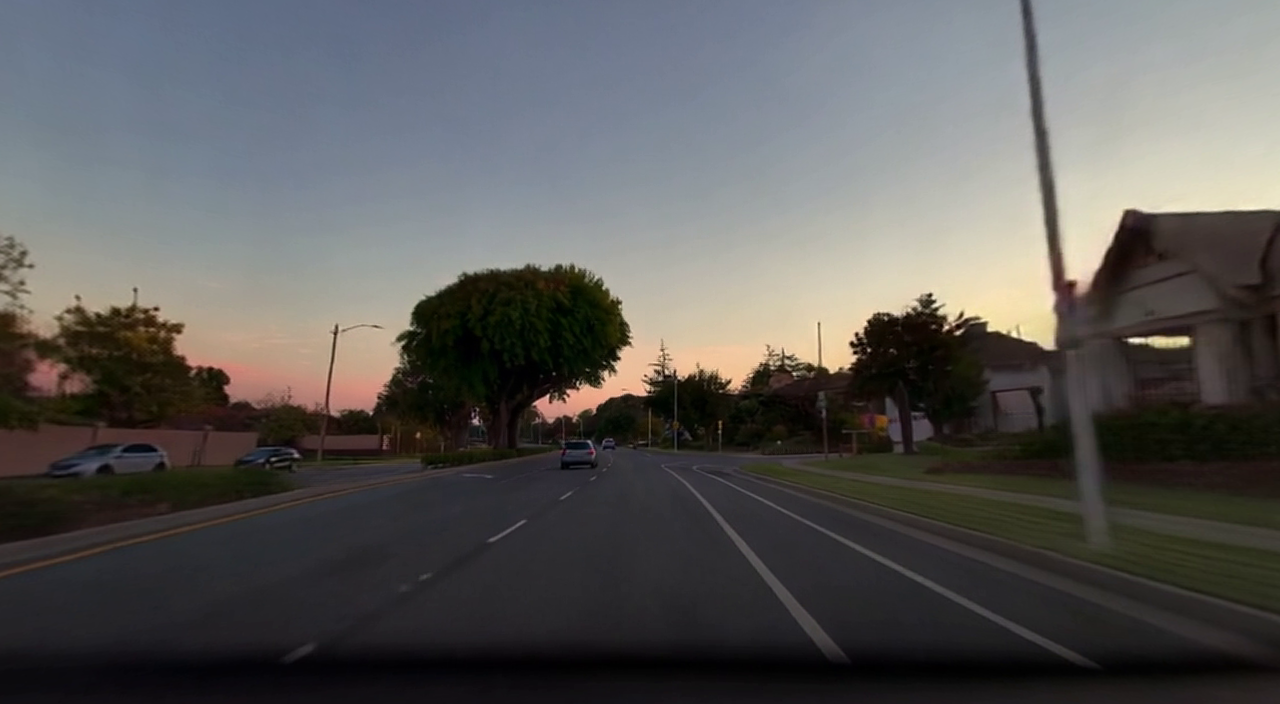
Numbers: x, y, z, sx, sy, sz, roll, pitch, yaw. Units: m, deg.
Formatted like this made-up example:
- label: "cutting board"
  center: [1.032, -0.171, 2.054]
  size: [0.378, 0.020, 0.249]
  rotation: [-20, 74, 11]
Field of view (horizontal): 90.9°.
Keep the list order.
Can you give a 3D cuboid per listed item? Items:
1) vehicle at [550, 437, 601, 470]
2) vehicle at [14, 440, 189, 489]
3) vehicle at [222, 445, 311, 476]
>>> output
- label: "vehicle"
  center: [-3.068, 4.940, 30.860]
  size: [2.075, 1.498, 4.730]
  rotation: [0, -8, -1]
- label: "vehicle"
  center: [-18.889, 3.996, 22.494]
  size: [2.026, 1.563, 4.618]
  rotation: [0, -10, 2]
- label: "vehicle"
  center: [-18.839, 5.466, 32.073]
  size: [1.980, 1.423, 4.465]
  rotation: [0, -8, -3]
